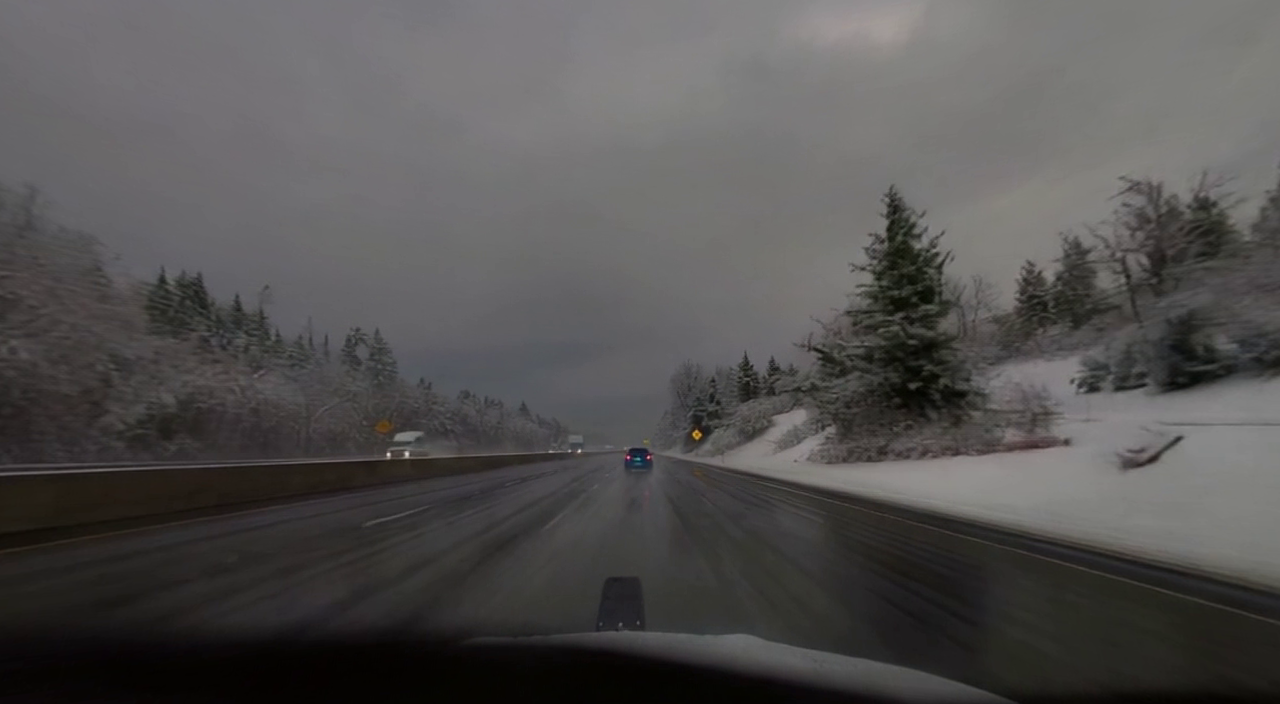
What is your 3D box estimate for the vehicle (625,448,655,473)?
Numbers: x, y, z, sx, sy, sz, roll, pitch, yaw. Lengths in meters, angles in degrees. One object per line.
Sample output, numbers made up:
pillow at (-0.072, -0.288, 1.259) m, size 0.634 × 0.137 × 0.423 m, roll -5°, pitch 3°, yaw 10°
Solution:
vehicle at (0.007, 7.075, 41.312) m, size 1.908 × 1.515 × 3.871 m, roll 0°, pitch -9°, yaw 0°
